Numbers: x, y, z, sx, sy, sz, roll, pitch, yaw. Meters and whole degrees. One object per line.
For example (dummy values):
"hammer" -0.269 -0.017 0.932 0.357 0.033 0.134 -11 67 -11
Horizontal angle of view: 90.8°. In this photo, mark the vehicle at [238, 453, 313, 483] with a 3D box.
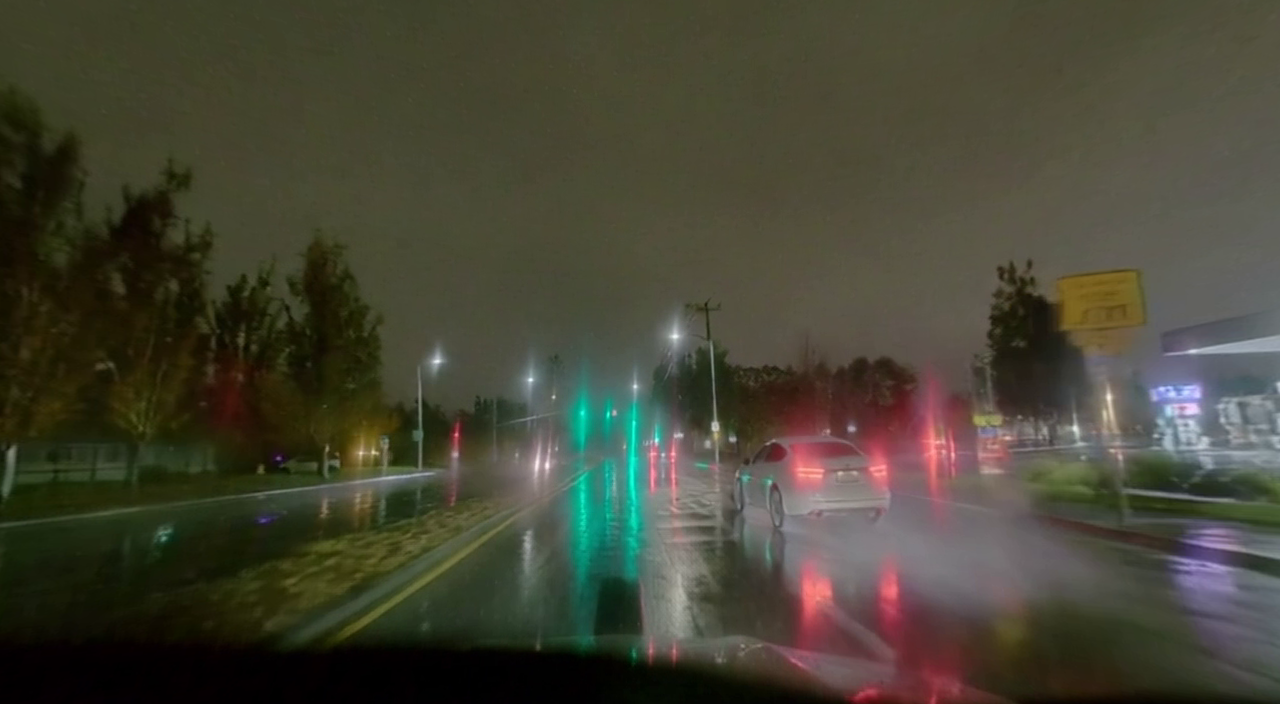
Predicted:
"vehicle" -24.576 7.787 42.863 2.082 1.829 5.094 0 -8 0

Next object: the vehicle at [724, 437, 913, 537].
"vehicle" 2.980 2.348 11.703 2.061 1.475 4.296 0 -8 -3

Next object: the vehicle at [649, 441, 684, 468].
"vehicle" 1.872 7.399 45.772 2.115 1.840 4.777 0 -8 -3
